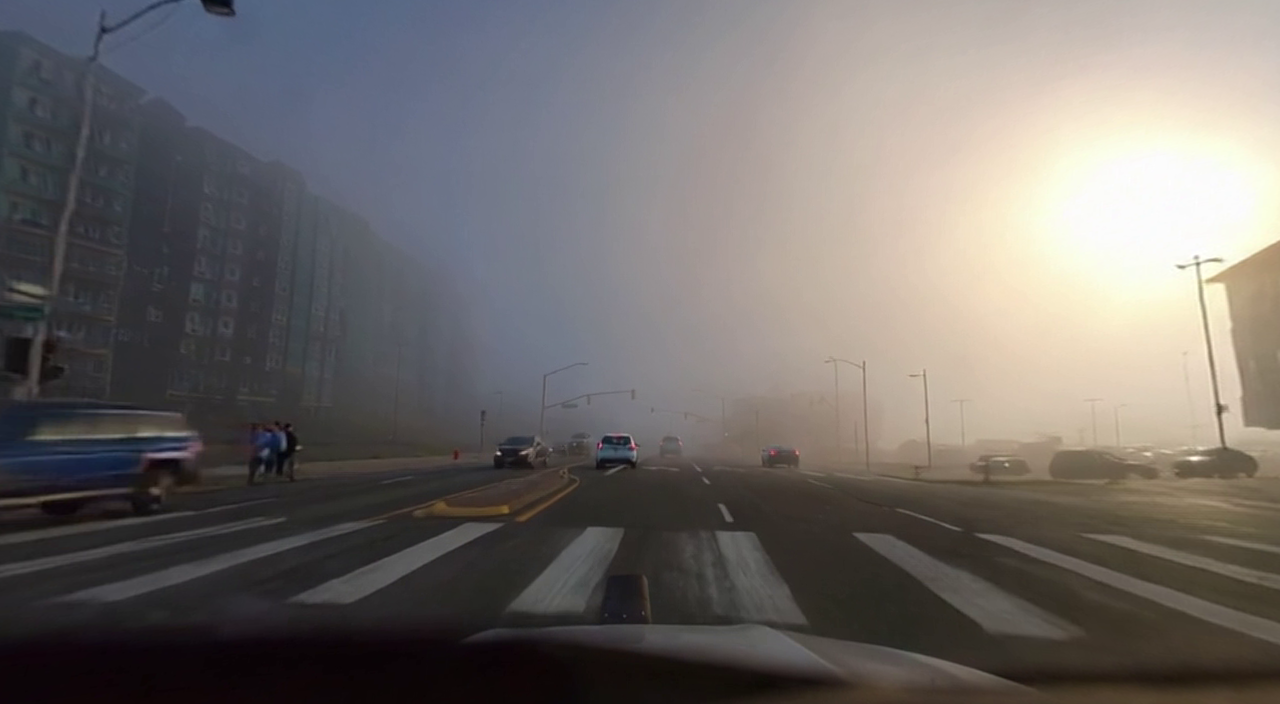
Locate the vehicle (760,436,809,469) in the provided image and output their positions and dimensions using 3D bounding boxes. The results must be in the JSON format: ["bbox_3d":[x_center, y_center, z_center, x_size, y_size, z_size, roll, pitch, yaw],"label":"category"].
[{"bbox_3d":[8.344,5.804,36.698,1.952,1.749,4.311,0,-7,2],"label":"vehicle"}]

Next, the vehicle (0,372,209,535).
[{"bbox_3d":[-9.284,1.450,9.260,2.393,2.059,4.739,0,-7,2],"label":"vehicle"}]

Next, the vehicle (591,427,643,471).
[{"bbox_3d":[-1.022,4.314,28.492,2.160,1.786,4.702,1,-7,-2],"label":"vehicle"}]

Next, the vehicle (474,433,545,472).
[{"bbox_3d":[-5.438,4.213,26.874,1.973,1.502,4.275,0,-7,2],"label":"vehicle"}]
